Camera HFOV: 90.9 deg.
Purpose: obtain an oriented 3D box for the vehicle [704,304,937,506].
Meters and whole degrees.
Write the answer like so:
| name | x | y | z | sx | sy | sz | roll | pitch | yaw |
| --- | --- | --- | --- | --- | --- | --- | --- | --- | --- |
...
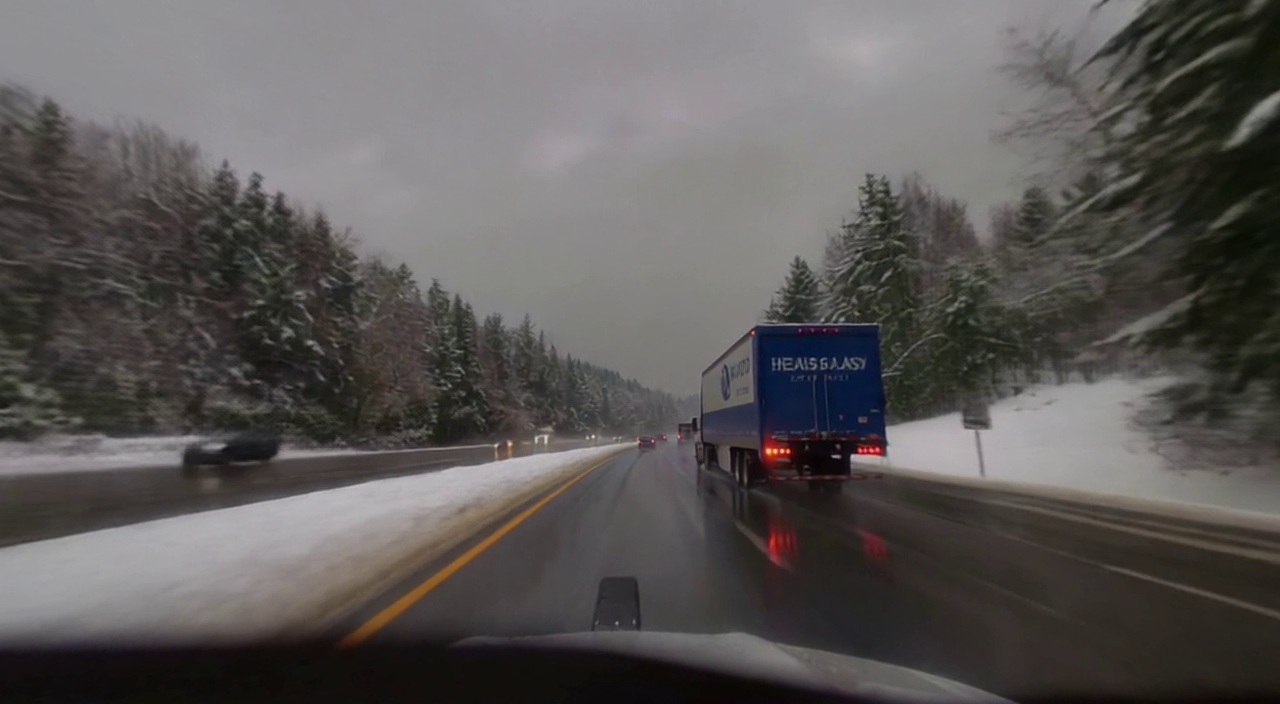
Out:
| name | x | y | z | sx | sy | sz | roll | pitch | yaw |
| --- | --- | --- | --- | --- | --- | --- | --- | --- | --- |
| vehicle | 4.314 | 1.934 | 19.634 | 3.171 | 4.072 | 13.784 | 0 | -7 | 0 |

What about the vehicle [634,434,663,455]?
| name | x | y | z | sx | sy | sz | roll | pitch | yaw |
| --- | --- | --- | --- | --- | --- | --- | --- | --- | --- |
| vehicle | 0.636 | 7.251 | 49.602 | 2.209 | 1.499 | 4.144 | 0 | -7 | 0 |
